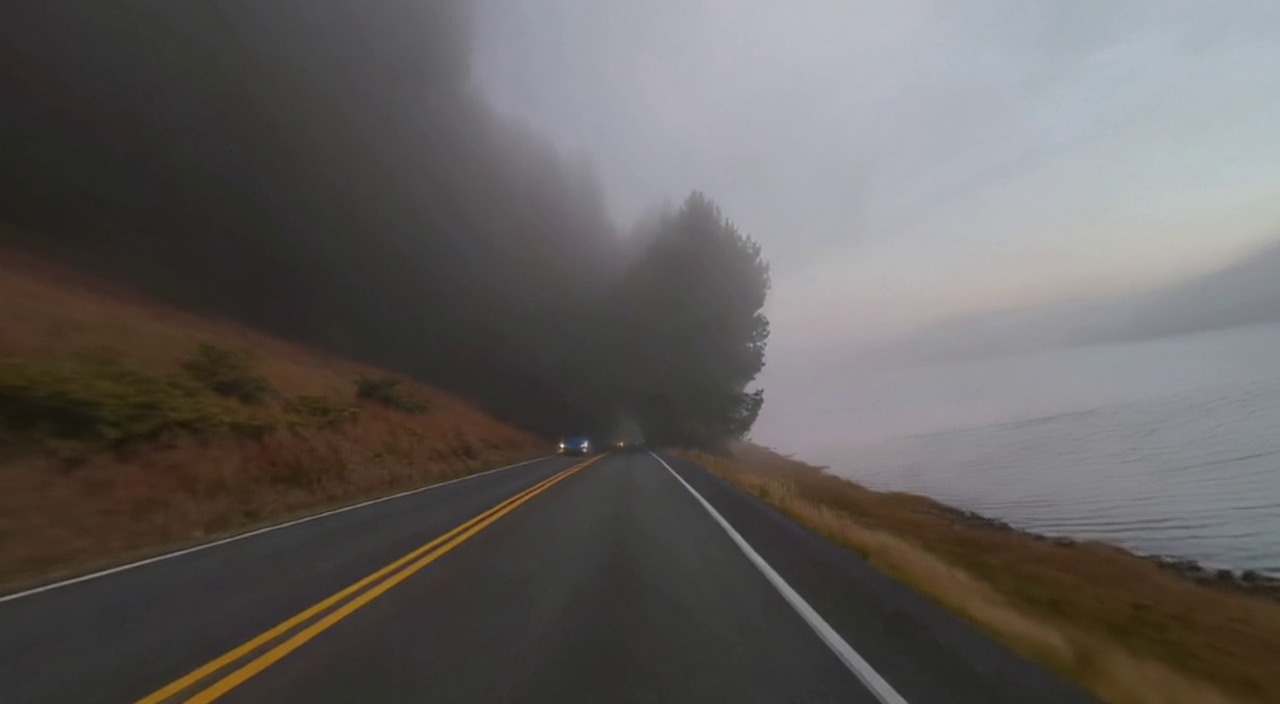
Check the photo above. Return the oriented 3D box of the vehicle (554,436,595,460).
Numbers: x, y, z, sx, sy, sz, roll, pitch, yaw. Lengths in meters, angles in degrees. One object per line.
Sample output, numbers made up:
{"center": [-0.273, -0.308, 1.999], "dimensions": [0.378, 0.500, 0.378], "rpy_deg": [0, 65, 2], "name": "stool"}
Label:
{"center": [-4.403, 6.525, 43.180], "dimensions": [2.179, 1.579, 4.637], "rpy_deg": [0, -8, 1], "name": "vehicle"}
